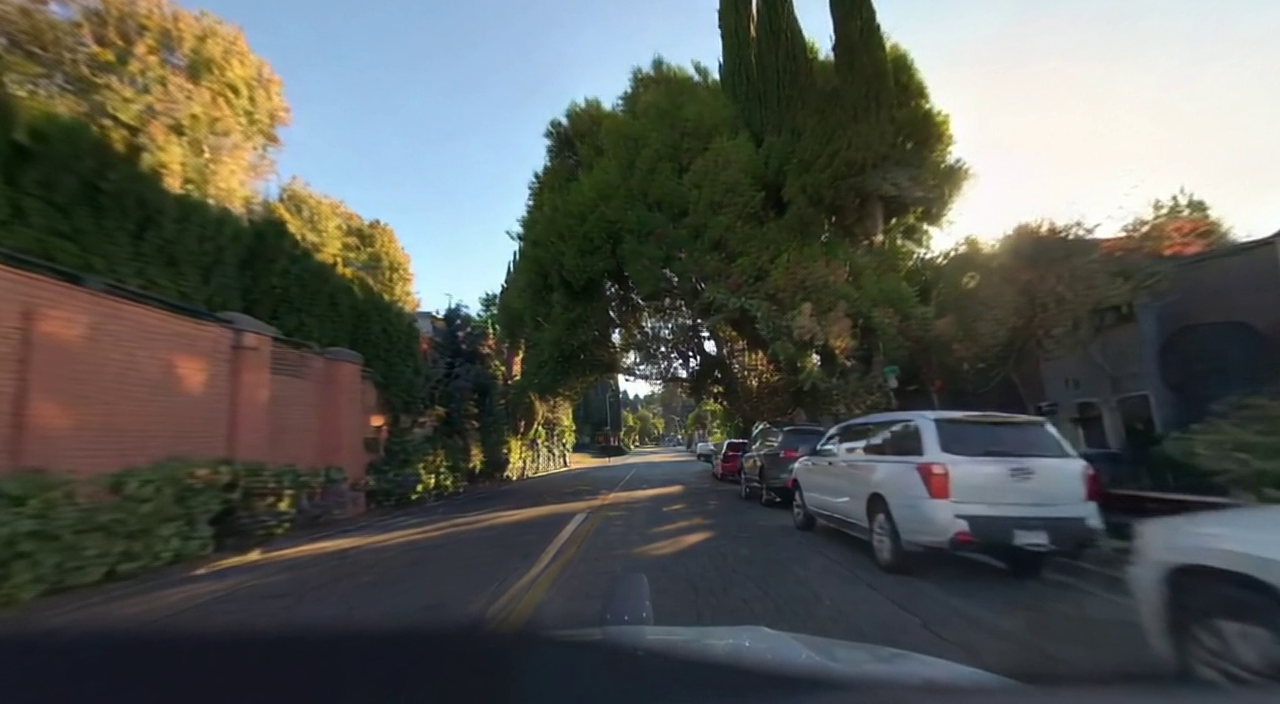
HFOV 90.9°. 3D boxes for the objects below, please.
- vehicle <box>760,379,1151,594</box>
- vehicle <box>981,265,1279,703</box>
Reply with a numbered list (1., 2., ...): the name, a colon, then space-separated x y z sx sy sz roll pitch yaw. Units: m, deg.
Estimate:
1. vehicle: 3.593 1.732 9.096 2.421 1.991 6.043 1 -9 -1
2. vehicle: 3.446 0.503 0.860 2.518 1.943 6.415 0 -8 1
